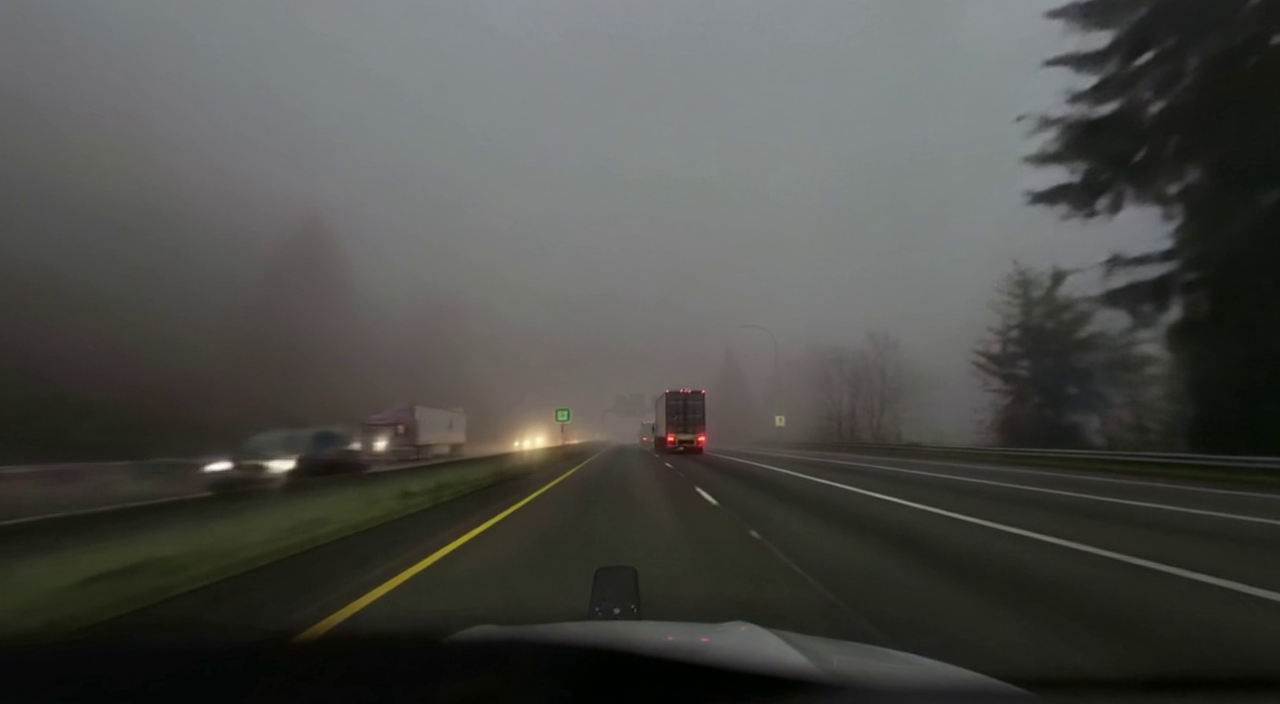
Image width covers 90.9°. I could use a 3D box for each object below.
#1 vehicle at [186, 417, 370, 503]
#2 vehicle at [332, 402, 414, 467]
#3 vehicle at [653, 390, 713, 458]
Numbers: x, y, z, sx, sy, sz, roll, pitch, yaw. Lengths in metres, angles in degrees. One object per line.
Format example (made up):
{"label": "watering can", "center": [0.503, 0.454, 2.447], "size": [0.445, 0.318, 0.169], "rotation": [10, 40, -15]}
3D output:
{"label": "vehicle", "center": [-9.506, 2.856, 17.196], "size": [2.268, 1.975, 4.713], "rotation": [0, -8, -1]}
{"label": "vehicle", "center": [-17.656, 5.511, 42.202], "size": [2.817, 3.985, 5.911], "rotation": [0, -8, 0]}
{"label": "vehicle", "center": [2.685, 5.205, 44.386], "size": [2.954, 3.995, 13.335], "rotation": [0, -8, -1]}
